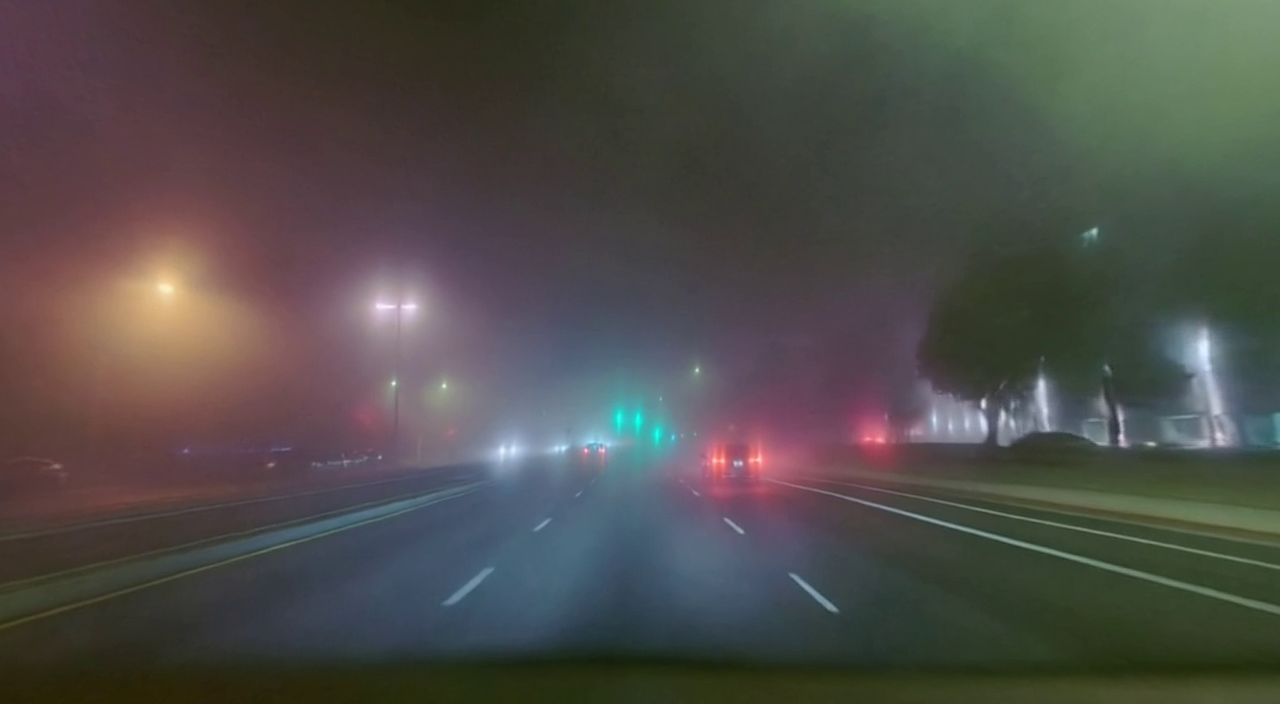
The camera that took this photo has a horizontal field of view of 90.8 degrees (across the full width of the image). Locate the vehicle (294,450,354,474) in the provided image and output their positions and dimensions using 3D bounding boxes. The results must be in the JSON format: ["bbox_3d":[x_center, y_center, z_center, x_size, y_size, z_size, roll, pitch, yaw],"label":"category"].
[{"bbox_3d":[-22.438,7.820,45.099,1.865,1.507,4.631,0,-8,0],"label":"vehicle"}]

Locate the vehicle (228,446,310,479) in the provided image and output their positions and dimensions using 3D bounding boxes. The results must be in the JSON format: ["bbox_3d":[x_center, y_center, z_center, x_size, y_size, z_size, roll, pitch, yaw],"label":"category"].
[{"bbox_3d":[-22.422,6.648,38.473,2.139,1.833,4.686,0,-8,0],"label":"vehicle"}]

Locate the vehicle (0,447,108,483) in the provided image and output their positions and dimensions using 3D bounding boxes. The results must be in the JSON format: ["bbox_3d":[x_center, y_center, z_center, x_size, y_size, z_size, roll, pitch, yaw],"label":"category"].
[{"bbox_3d":[-29.872,5.713,32.136,3.855,1.693,1.875,-1,-8,1],"label":"vehicle"}]

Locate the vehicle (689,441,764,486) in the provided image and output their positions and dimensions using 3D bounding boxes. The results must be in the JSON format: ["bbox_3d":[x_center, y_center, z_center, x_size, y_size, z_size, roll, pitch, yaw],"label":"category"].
[{"bbox_3d":[2.997,3.941,22.743,1.966,1.449,4.290,0,-8,-2],"label":"vehicle"}]

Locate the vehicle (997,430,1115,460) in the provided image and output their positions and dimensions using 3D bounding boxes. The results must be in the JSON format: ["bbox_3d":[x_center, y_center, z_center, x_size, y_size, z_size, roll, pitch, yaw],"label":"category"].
[{"bbox_3d":[21.805,4.890,33.239,4.748,1.451,2.089,0,-8,-1],"label":"vehicle"}]

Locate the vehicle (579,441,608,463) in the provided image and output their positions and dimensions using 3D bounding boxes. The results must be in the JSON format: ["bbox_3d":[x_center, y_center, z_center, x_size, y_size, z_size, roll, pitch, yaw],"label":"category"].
[{"bbox_3d":[-3.552,7.671,48.592,1.935,1.617,4.045,0,-8,0],"label":"vehicle"}]
